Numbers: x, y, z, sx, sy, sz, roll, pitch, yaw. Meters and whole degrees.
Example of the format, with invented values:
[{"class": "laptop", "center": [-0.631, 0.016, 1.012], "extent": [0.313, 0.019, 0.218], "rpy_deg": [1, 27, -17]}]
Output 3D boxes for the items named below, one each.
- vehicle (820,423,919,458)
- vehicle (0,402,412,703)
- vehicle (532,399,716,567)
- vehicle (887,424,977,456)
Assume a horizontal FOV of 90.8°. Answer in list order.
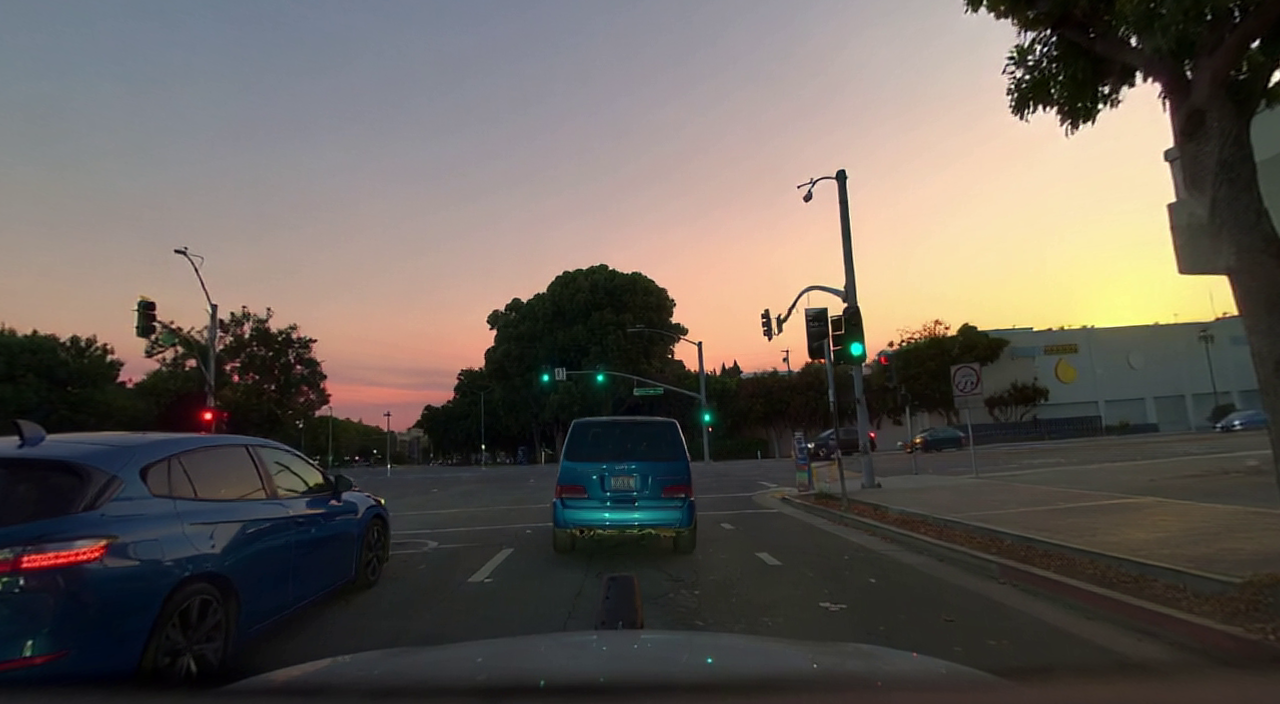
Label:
[{"class": "vehicle", "center": [12.739, 4.908, 35.087], "extent": [4.872, 1.806, 2.107], "rpy_deg": [3, -9, -19]}, {"class": "vehicle", "center": [-3.384, 1.262, 4.560], "extent": [2.011, 1.527, 4.008], "rpy_deg": [0, -8, -1]}, {"class": "vehicle", "center": [-0.187, 1.793, 9.328], "extent": [2.059, 1.877, 4.249], "rpy_deg": [0, -8, 0]}, {"class": "vehicle", "center": [15.139, 4.574, 32.804], "extent": [3.830, 1.545, 2.006], "rpy_deg": [3, -9, -19]}]
